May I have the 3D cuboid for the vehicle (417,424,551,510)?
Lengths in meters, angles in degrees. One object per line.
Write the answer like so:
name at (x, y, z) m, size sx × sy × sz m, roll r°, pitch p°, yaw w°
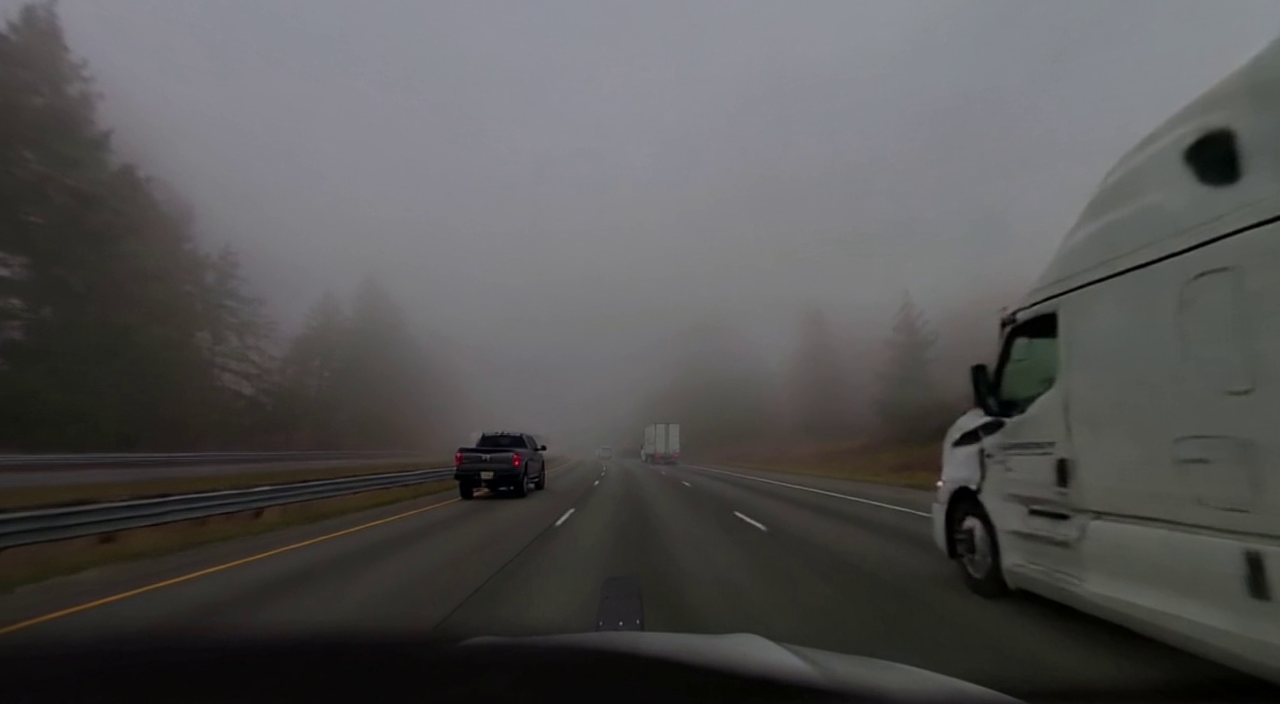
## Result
vehicle at (-3.918, 3.008, 16.945) m, size 2.337 × 1.942 × 4.984 m, roll 0°, pitch -9°, yaw -1°

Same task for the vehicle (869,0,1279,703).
vehicle at (4.297, -0.235, 2.293) m, size 2.958 × 3.990 × 10.216 m, roll 0°, pitch -9°, yaw 0°
